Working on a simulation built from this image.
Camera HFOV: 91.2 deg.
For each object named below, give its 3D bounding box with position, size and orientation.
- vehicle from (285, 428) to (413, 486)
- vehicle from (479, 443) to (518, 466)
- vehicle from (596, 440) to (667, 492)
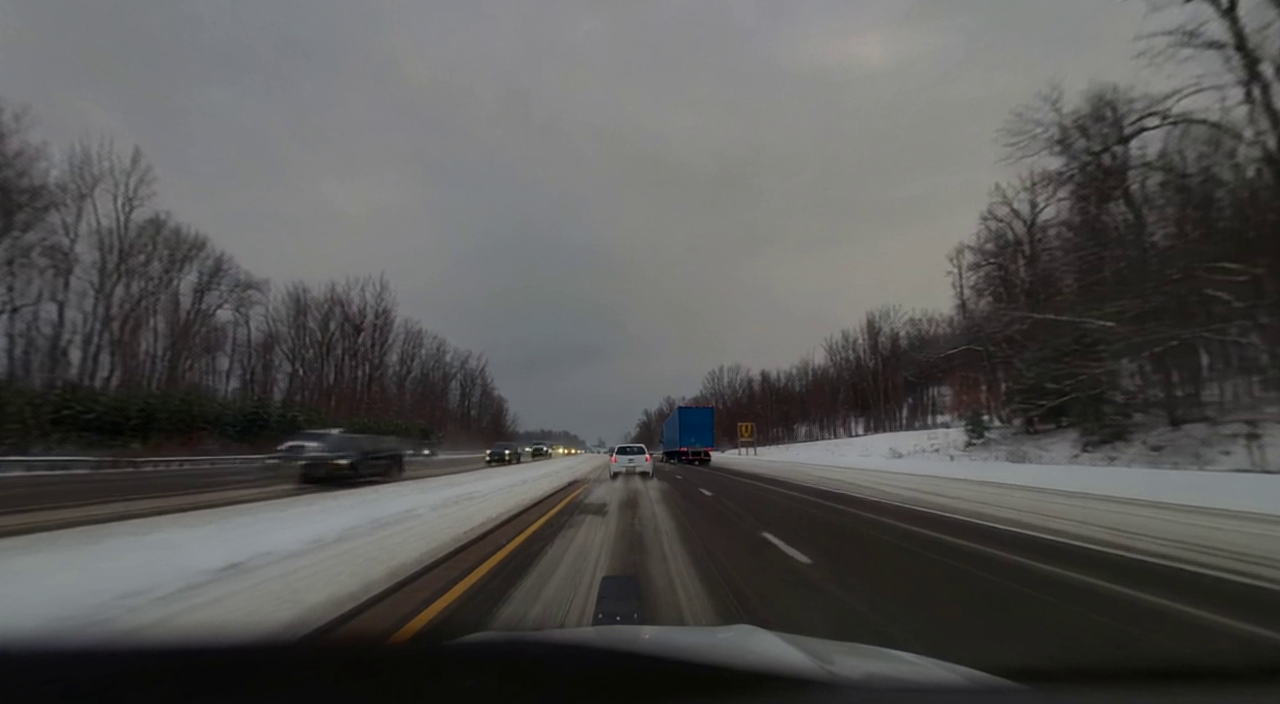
[{"bbox_3d":[-8.831,3.247,19.486,1.947,1.565,4.155,0,-9,0],"label":"vehicle"},{"bbox_3d":[-9.780,7.115,43.661,1.796,1.466,3.929,0,-9,0],"label":"vehicle"},{"bbox_3d":[-0.296,3.709,20.625,2.099,1.506,4.097,0,-9,-1],"label":"vehicle"}]
